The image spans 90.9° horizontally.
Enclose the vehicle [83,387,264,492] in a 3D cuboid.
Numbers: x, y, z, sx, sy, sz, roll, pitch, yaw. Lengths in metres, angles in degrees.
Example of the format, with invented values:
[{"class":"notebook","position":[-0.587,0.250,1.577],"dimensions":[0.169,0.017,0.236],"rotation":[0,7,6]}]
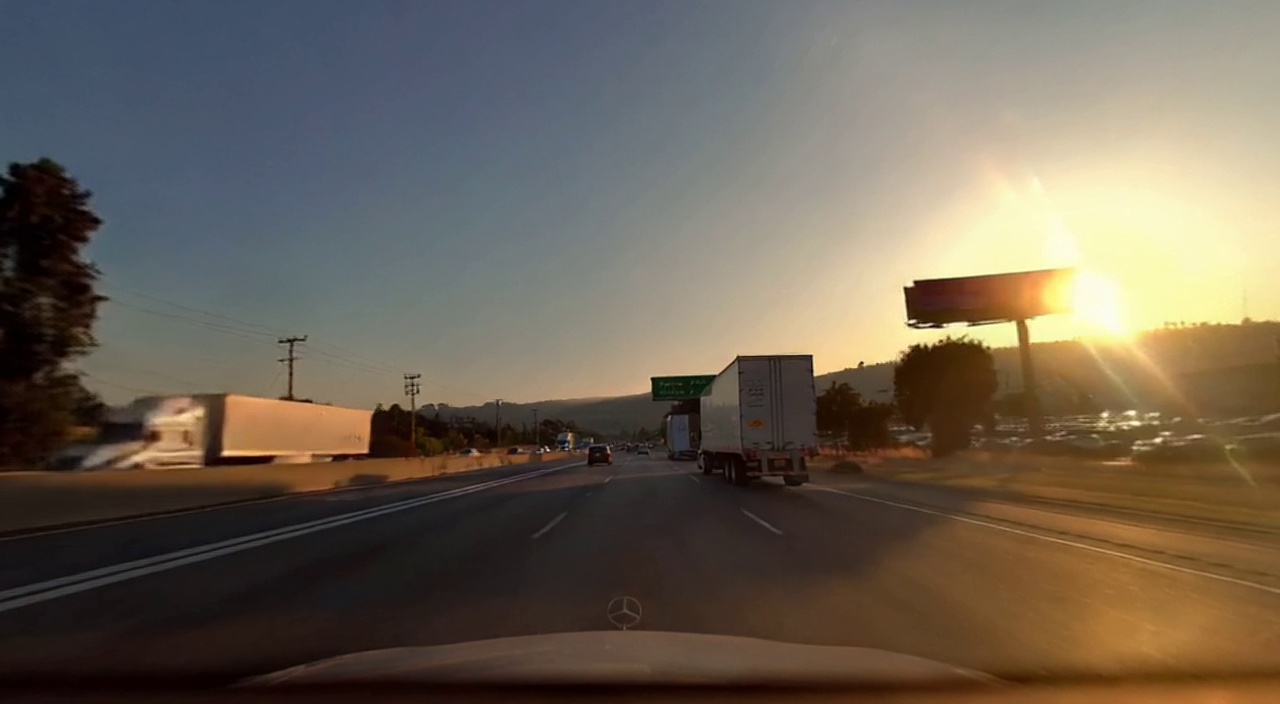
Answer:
[{"class":"vehicle","position":[-19.465,3.748,26.885],"dimensions":[2.929,3.945,5.887],"rotation":[0,-9,1]}]

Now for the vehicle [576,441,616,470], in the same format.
[{"class":"vehicle","position":[-2.863,6.867,42.151],"dimensions":[2.291,1.788,4.825],"rotation":[0,-9,1]}]

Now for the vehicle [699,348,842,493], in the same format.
[{"class":"vehicle","position":[4.486,3.045,25.651],"dimensions":[2.826,4.269,14.176],"rotation":[0,-9,0]}]
